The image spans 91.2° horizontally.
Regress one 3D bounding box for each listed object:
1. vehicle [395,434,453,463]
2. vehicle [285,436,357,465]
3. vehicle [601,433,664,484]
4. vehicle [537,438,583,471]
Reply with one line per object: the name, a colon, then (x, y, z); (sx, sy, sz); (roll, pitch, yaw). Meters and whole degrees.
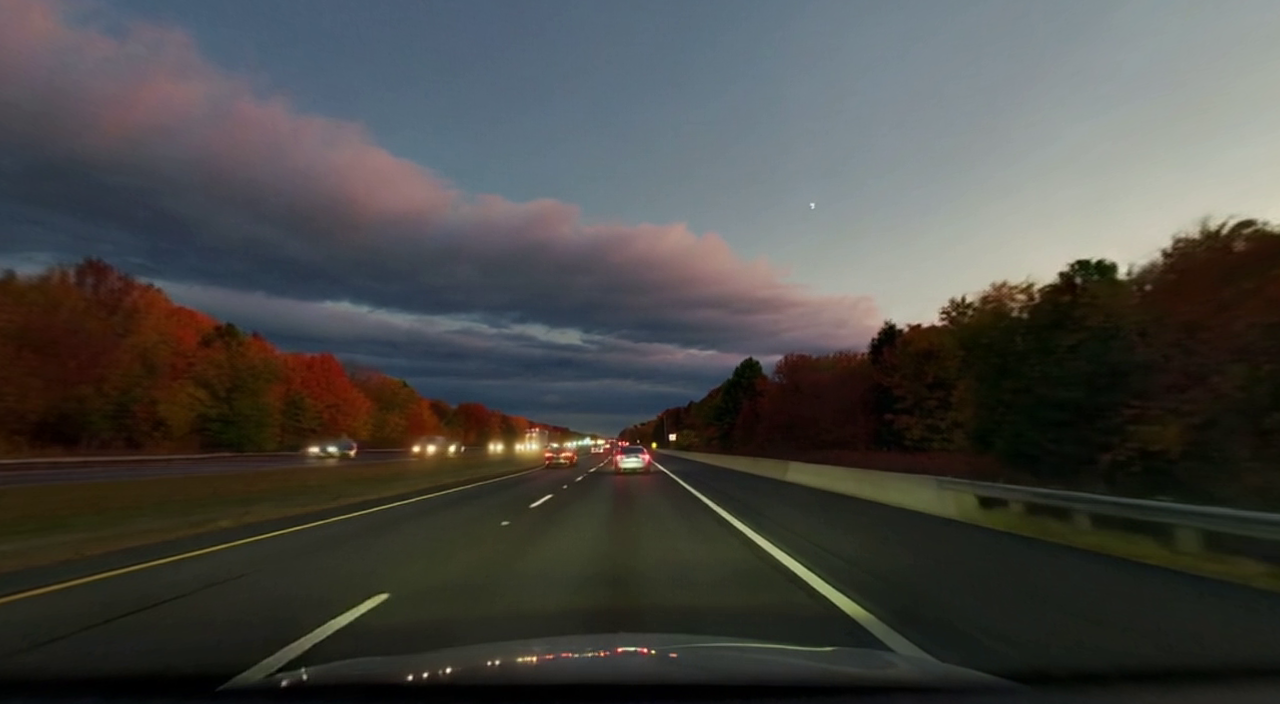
vehicle: (-13.292, 6.003, 38.850); (1.995, 1.636, 4.605); (-1, -9, 0)
vehicle: (-18.502, 5.736, 36.565); (1.873, 1.586, 4.367); (-1, -9, 0)
vehicle: (-0.276, 3.863, 22.992); (2.115, 1.661, 4.049); (0, -9, 0)
vehicle: (-4.460, 5.818, 35.610); (1.974, 1.688, 4.727); (-1, -9, 0)
